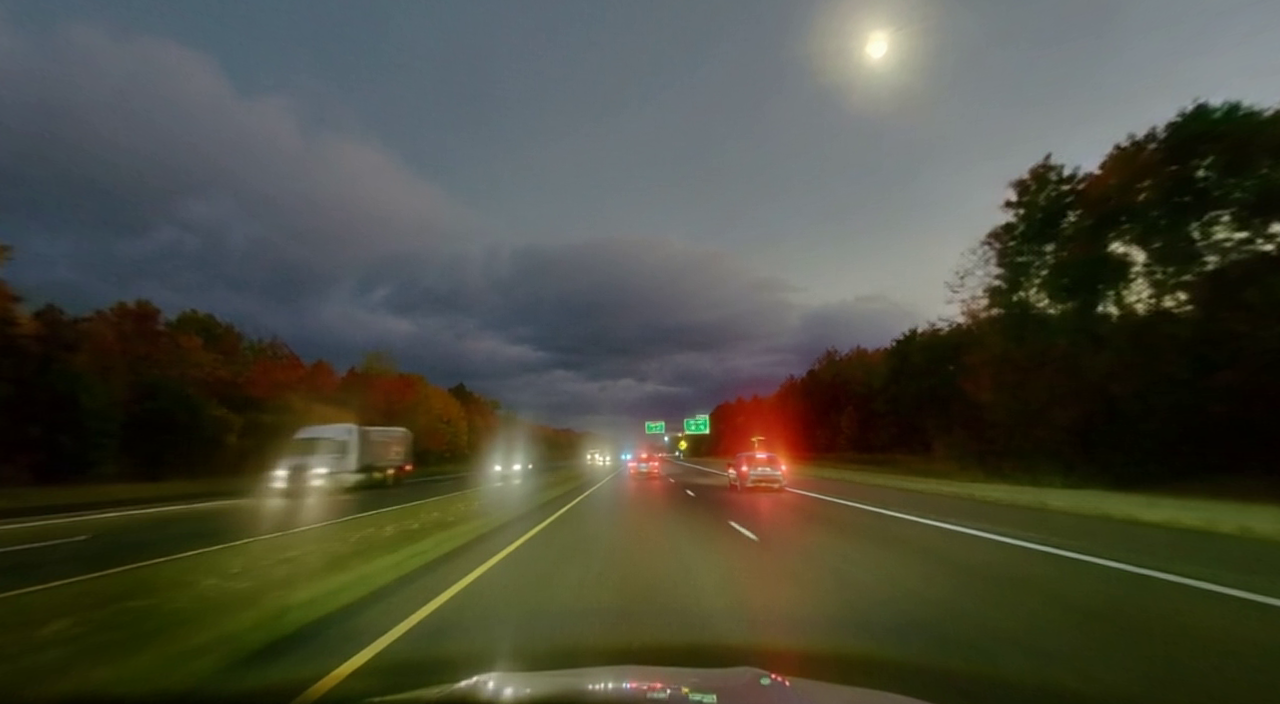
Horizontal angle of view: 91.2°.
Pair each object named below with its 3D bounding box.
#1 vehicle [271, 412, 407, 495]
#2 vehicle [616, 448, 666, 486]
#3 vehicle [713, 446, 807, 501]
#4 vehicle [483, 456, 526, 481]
[{"bbox_3d":[-13.988,4.810,29.965,2.796,3.428,7.049,0,-9,1],"label":"vehicle"},{"bbox_3d":[0.036,5.166,28.421,2.070,1.546,4.648,0,-9,0],"label":"vehicle"},{"bbox_3d":[3.702,3.821,20.167,2.119,1.557,4.163,0,-9,-1],"label":"vehicle"},{"bbox_3d":[-8.911,7.657,41.528,1.839,1.487,4.458,0,-9,1],"label":"vehicle"}]
